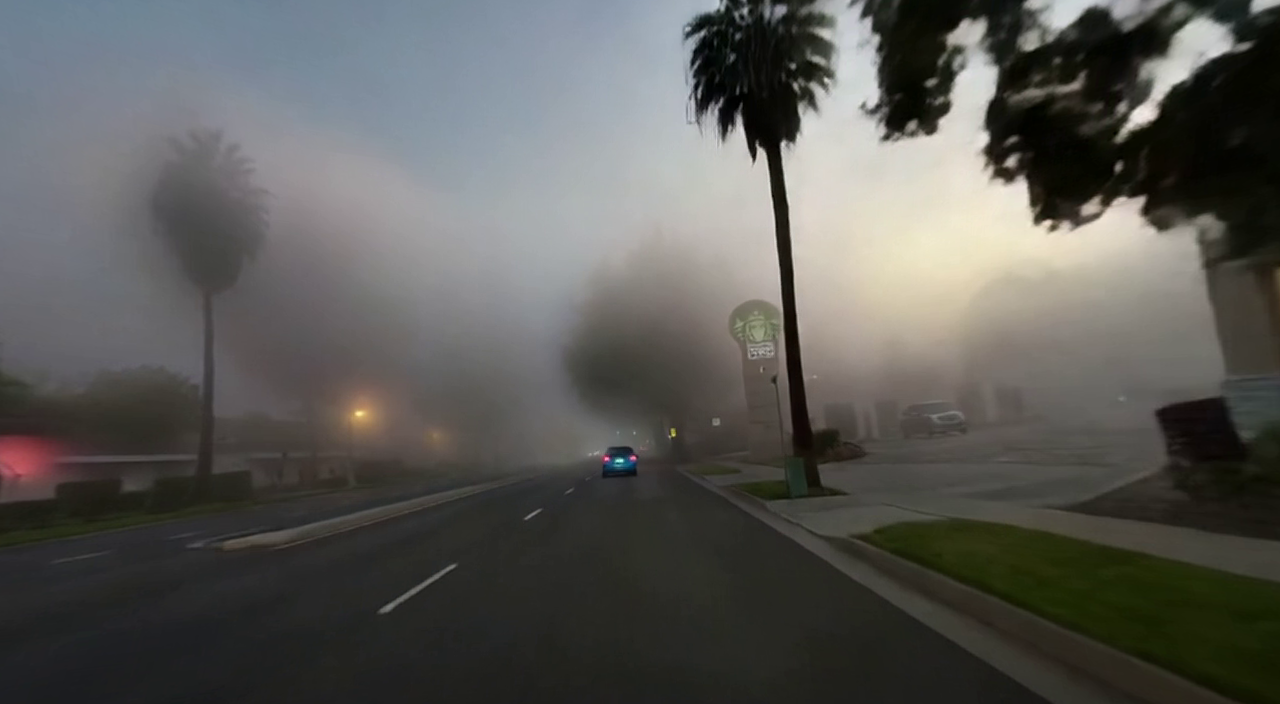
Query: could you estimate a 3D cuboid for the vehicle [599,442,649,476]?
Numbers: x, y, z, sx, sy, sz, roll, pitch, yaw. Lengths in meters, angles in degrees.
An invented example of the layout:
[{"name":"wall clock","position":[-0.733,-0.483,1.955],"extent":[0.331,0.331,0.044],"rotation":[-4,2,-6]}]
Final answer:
[{"name":"vehicle","position":[-0.685,4.985,29.706],"extent":[2.156,1.462,4.495],"rotation":[0,-8,0]}]
